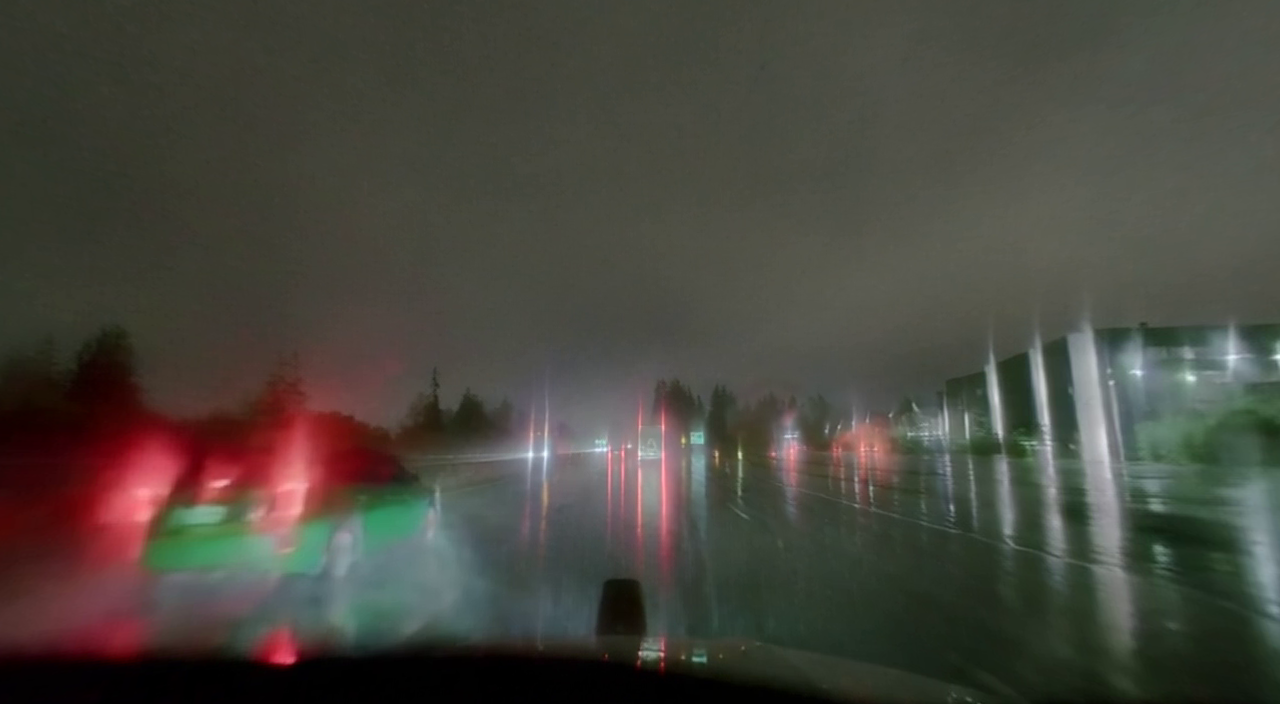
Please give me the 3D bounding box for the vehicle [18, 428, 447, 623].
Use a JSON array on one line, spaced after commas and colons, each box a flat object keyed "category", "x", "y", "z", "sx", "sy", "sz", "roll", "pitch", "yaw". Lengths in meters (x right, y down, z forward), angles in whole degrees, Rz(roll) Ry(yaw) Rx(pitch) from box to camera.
[{"category": "vehicle", "x": -3.744, "y": 1.651, "z": 6.919, "sx": 1.886, "sy": 1.465, "sz": 4.119, "roll": 0, "pitch": -9, "yaw": 1}]
